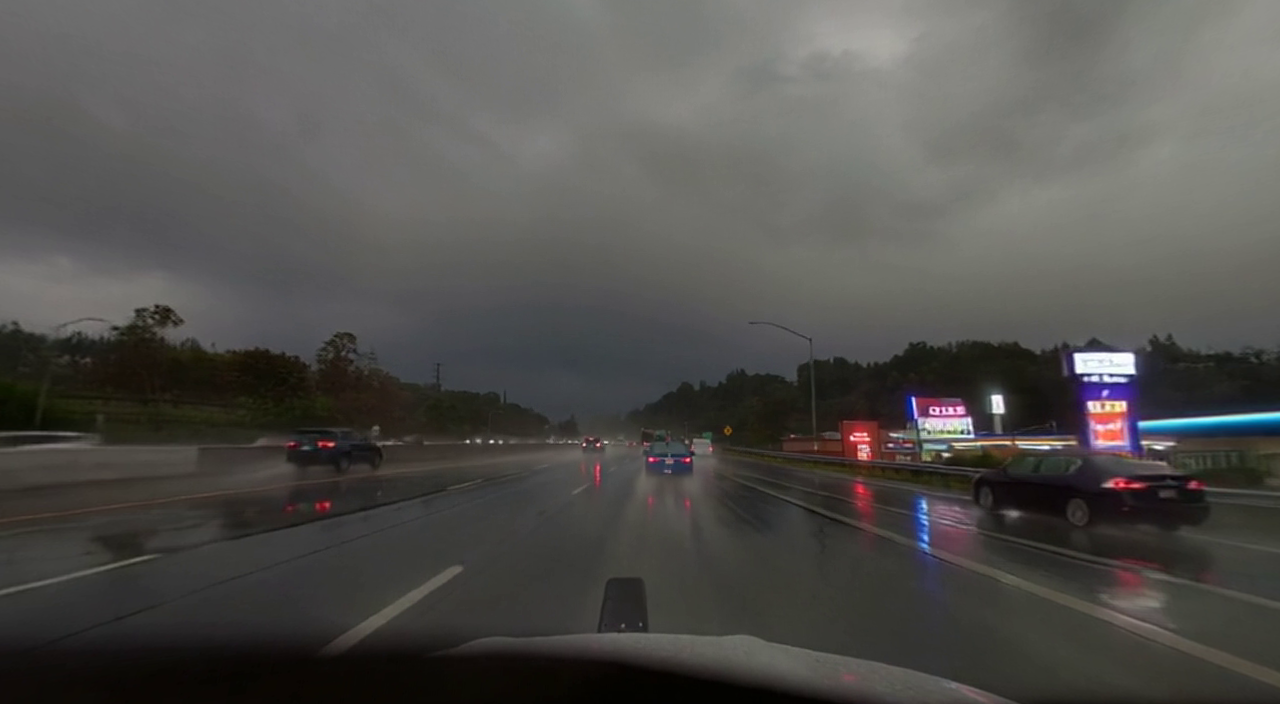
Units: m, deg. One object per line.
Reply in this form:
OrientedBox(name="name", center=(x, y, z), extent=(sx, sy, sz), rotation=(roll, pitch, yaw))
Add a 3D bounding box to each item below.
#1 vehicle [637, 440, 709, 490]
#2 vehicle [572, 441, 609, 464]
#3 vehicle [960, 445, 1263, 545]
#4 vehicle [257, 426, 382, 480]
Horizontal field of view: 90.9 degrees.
OrientedBox(name="vehicle", center=(0.957, 3.619, 20.566), extent=(2.113, 1.464, 4.073), rotation=(0, -8, 0))
OrientedBox(name="vehicle", center=(-3.368, 6.917, 43.734), extent=(2.047, 1.497, 4.208), rotation=(0, -8, 2))
OrientedBox(name="vehicle", center=(8.039, 2.426, 11.462), extent=(2.030, 1.442, 4.358), rotation=(0, -8, -2))
OrientedBox(name="vehicle", center=(-10.957, 3.486, 22.001), extent=(1.950, 1.664, 4.403), rotation=(0, -8, 1))
